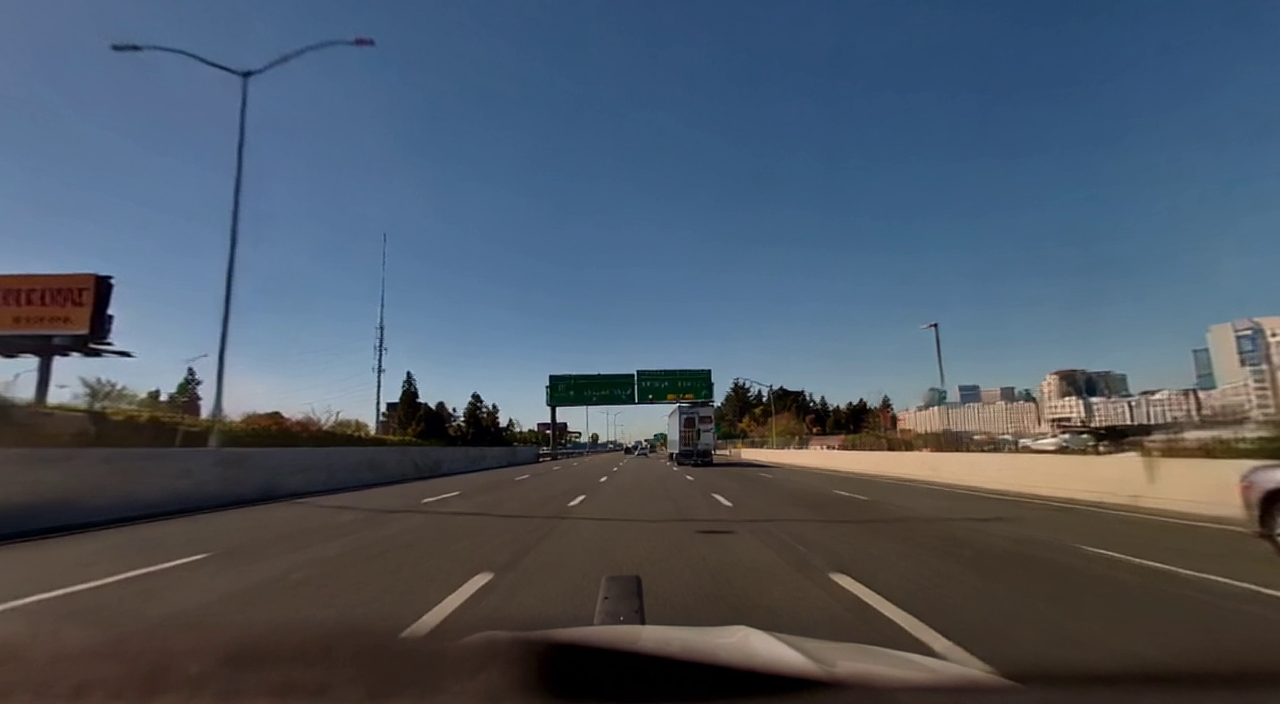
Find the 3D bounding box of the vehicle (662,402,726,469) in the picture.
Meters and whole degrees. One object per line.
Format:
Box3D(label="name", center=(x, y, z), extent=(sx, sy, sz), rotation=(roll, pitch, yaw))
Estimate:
Box3D(label="vehicle", center=(3.724, 6.552, 48.212), extent=(3.247, 4.224, 15.996), rotation=(0, -9, -1))
